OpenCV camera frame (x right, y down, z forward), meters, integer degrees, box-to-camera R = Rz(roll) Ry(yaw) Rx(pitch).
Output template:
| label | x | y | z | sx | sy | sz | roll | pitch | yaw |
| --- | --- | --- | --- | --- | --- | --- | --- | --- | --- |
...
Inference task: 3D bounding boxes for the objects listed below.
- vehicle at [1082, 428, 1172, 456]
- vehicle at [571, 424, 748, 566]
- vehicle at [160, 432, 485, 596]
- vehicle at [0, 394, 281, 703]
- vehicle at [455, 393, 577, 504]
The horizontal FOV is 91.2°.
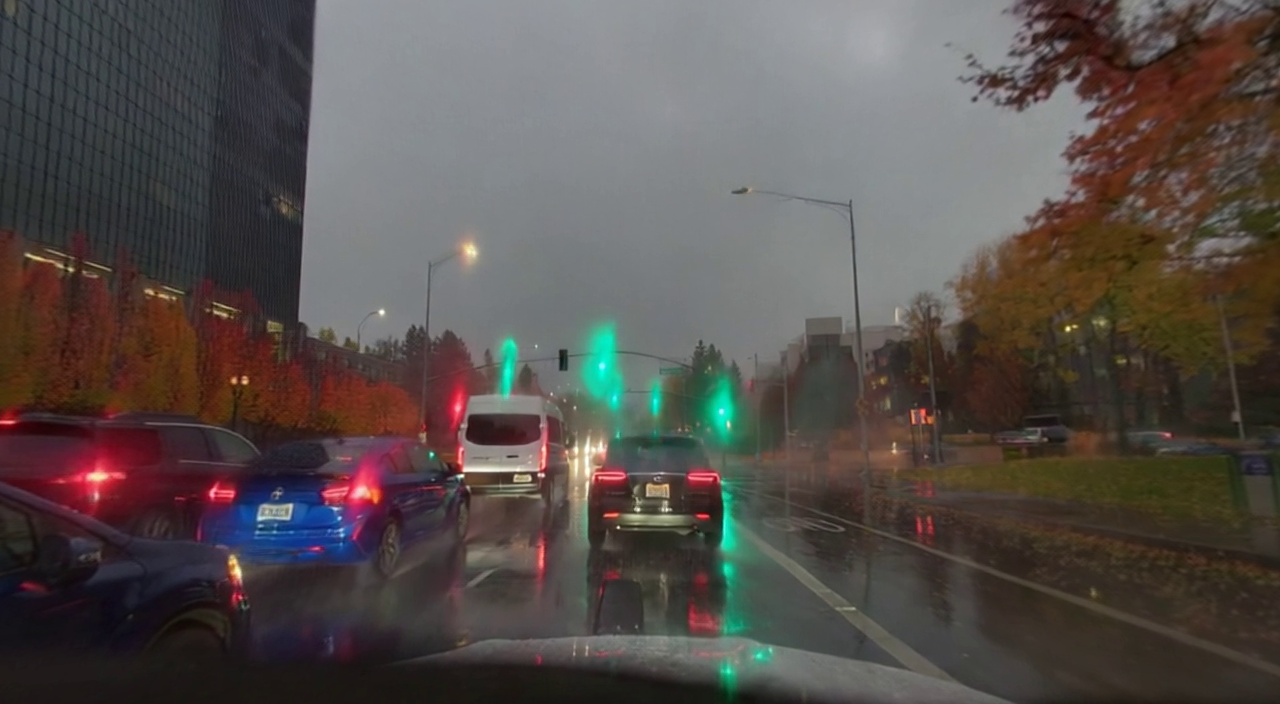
| label | x | y | z | sx | sy | sz | roll | pitch | yaw |
| --- | --- | --- | --- | --- | --- | --- | --- | --- | --- |
| vehicle | 28.640 | 5.356 | 37.060 | 1.762 | 1.487 | 4.488 | -1 | -9 | 2 |
| vehicle | 0.177 | 1.889 | 8.903 | 1.979 | 1.562 | 3.630 | 0 | -9 | -1 |
| vehicle | -3.494 | 1.845 | 8.022 | 1.955 | 1.499 | 4.223 | 0 | -9 | 0 |
| vehicle | -2.904 | 0.820 | 1.466 | 1.893 | 1.491 | 3.798 | 0 | -9 | -1 |
| vehicle | -3.283 | 2.767 | 18.048 | 2.343 | 2.635 | 5.684 | 0 | -9 | 0 |
